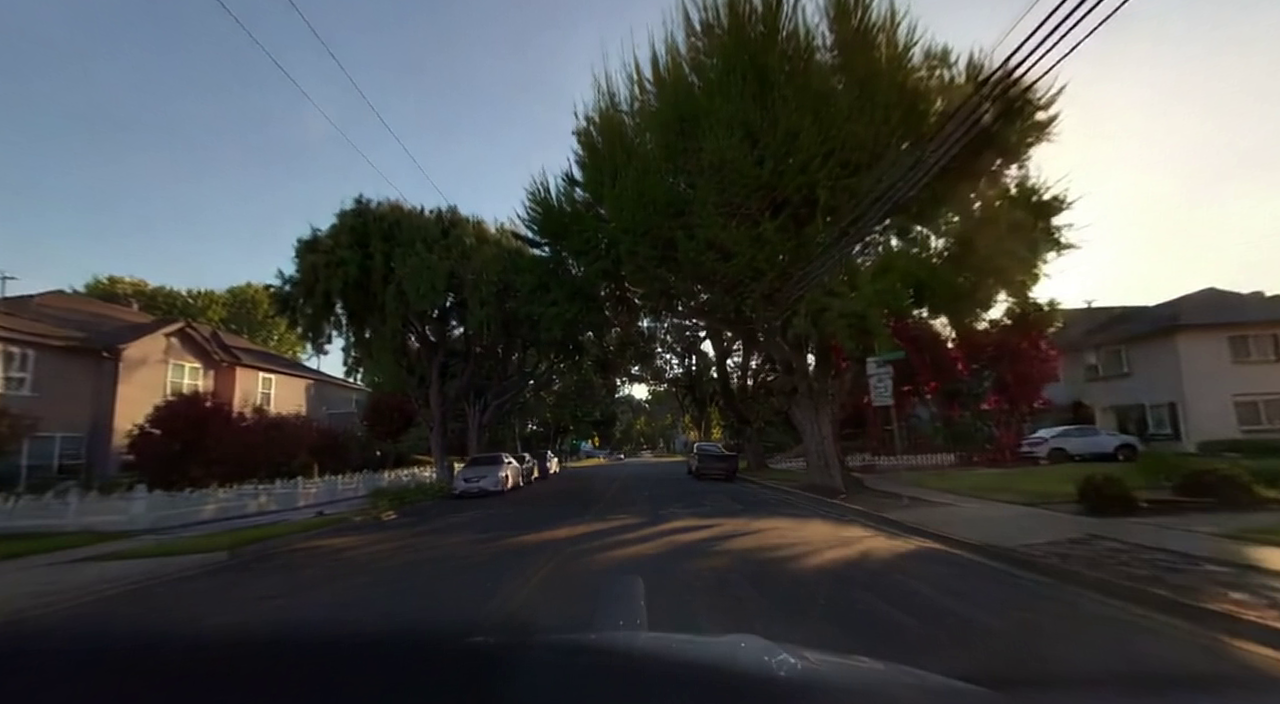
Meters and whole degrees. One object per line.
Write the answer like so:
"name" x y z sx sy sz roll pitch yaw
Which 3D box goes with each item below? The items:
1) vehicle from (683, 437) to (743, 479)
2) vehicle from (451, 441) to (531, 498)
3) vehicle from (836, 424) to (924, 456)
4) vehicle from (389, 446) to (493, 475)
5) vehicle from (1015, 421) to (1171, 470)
"vehicle" 3.705 5.540 33.345 2.407 1.948 6.408 0 -9 0
"vehicle" -5.909 4.642 25.630 2.050 1.911 4.852 -3 -8 0
"vehicle" 15.132 5.595 40.046 4.612 1.916 2.159 0 -9 -2
"vehicle" -13.370 7.336 42.736 6.224 1.862 2.312 0 -9 0
"vehicle" 17.315 3.620 24.342 4.268 1.788 2.156 0 -9 0
